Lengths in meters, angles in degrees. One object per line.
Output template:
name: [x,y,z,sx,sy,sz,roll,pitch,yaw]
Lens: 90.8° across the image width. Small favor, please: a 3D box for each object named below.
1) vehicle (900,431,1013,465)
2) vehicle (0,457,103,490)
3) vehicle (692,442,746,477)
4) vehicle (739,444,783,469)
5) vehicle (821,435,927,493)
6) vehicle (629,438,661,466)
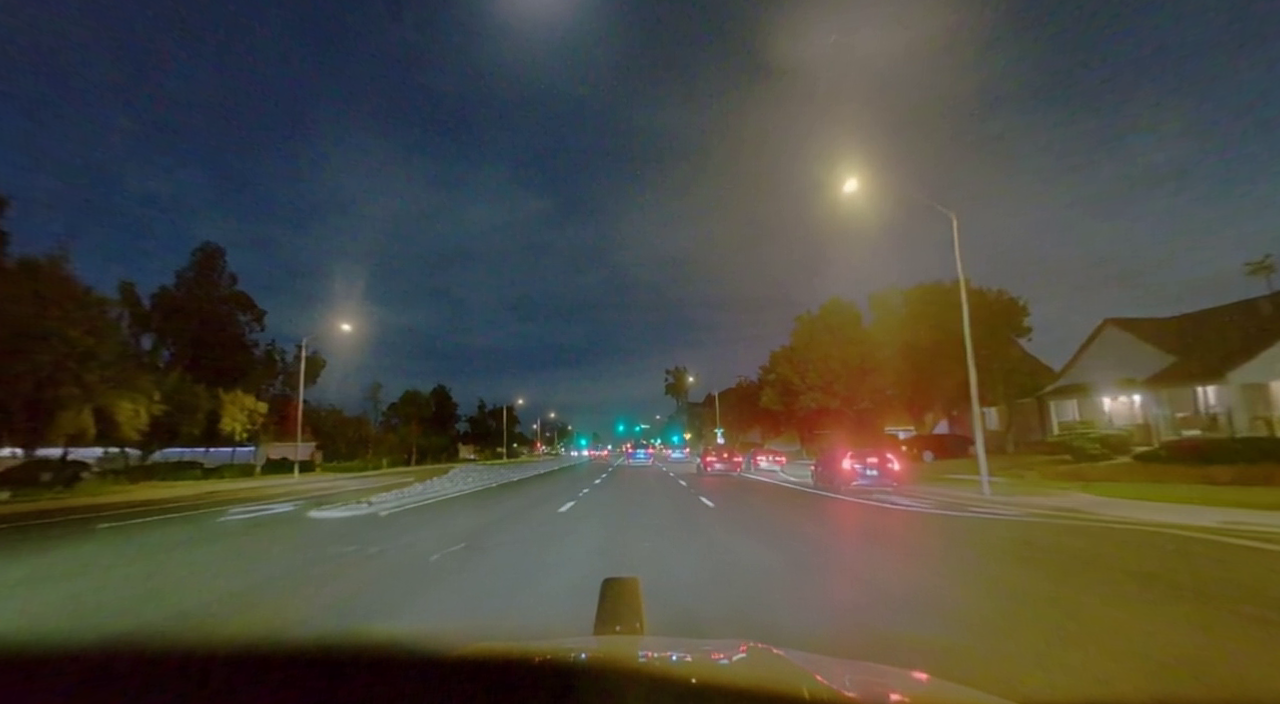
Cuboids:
vehicle: [15.529,4.748,31.190,4.491,1.593,1.884,-1,-8,3]
vehicle: [-29.949,6.107,32.127,1.806,1.476,3.985,0,-8,-1]
vehicle: [3.523,4.845,28.835,1.830,1.451,4.009,0,-8,-1]
vehicle: [7.748,6.721,40.931,1.965,1.486,4.707,0,-8,0]
vehicle: [7.709,3.698,21.241,1.933,1.759,3.900,0,-8,-2]
vehicle: [0.279,6.690,42.307,2.043,1.734,4.253,0,-8,-1]
